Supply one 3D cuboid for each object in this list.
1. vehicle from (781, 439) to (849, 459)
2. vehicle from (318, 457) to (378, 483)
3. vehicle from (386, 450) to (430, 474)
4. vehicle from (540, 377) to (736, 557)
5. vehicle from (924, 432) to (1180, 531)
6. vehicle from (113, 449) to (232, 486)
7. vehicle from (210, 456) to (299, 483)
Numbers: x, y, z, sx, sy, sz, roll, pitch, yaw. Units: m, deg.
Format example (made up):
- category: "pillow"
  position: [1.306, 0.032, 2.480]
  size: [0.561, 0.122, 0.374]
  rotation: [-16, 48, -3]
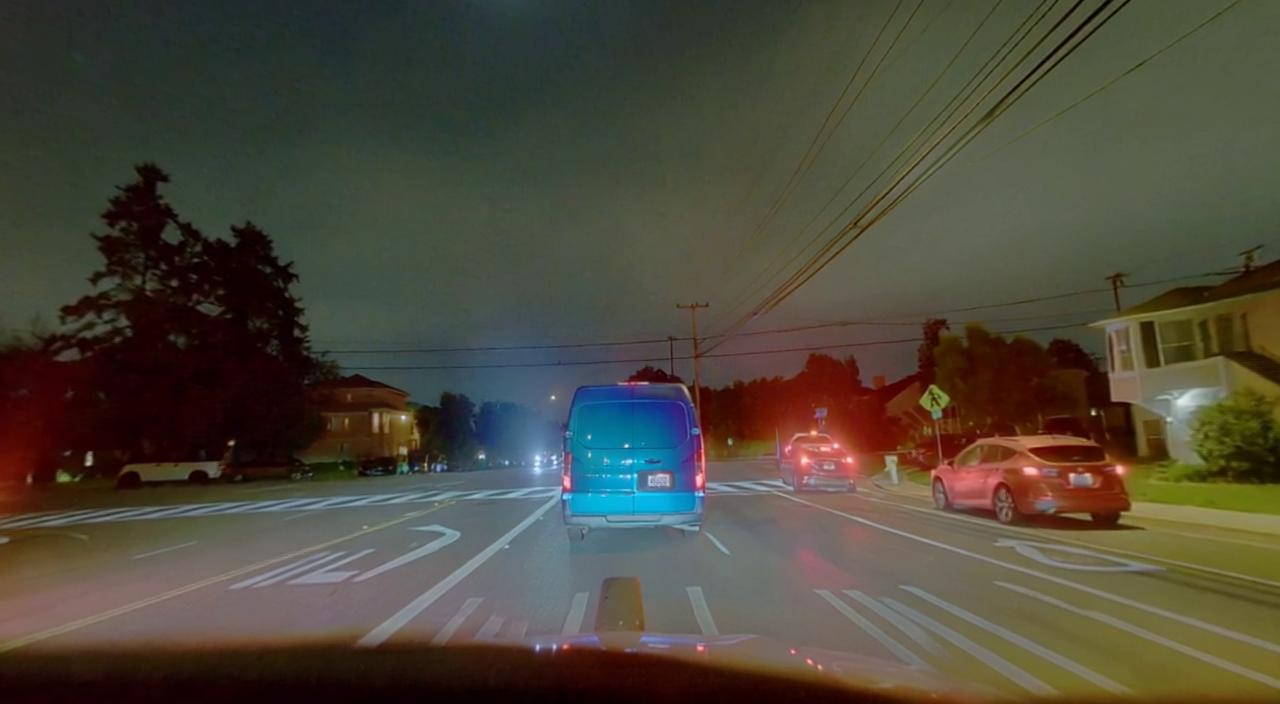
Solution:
- category: "vehicle"
  position: [12.996, 7.221, 47.010]
  size: [4.483, 1.463, 1.805]
  rotation: [0, -9, 0]
- category: "vehicle"
  position: [-18.342, 7.433, 39.903]
  size: [1.816, 1.445, 4.120]
  rotation: [0, -9, 1]
- category: "vehicle"
  position: [-17.919, 8.477, 48.960]
  size: [1.841, 1.769, 4.105]
  rotation: [0, -9, 0]
- category: "vehicle"
  position: [-0.166, 1.734, 10.079]
  size: [2.342, 2.142, 4.809]
  rotation: [0, -9, -4]
- category: "vehicle"
  position: [7.358, 2.327, 11.953]
  size: [1.883, 1.504, 4.220]
  rotation: [0, -9, -2]
- category: "vehicle"
  position: [-26.855, 6.624, 36.449]
  size: [5.026, 2.017, 2.215]
  rotation: [0, -9, -1]
- category: "vehicle"
  position: [-27.295, 8.344, 44.851]
  size: [4.972, 1.776, 2.057]
  rotation: [0, -9, -1]
